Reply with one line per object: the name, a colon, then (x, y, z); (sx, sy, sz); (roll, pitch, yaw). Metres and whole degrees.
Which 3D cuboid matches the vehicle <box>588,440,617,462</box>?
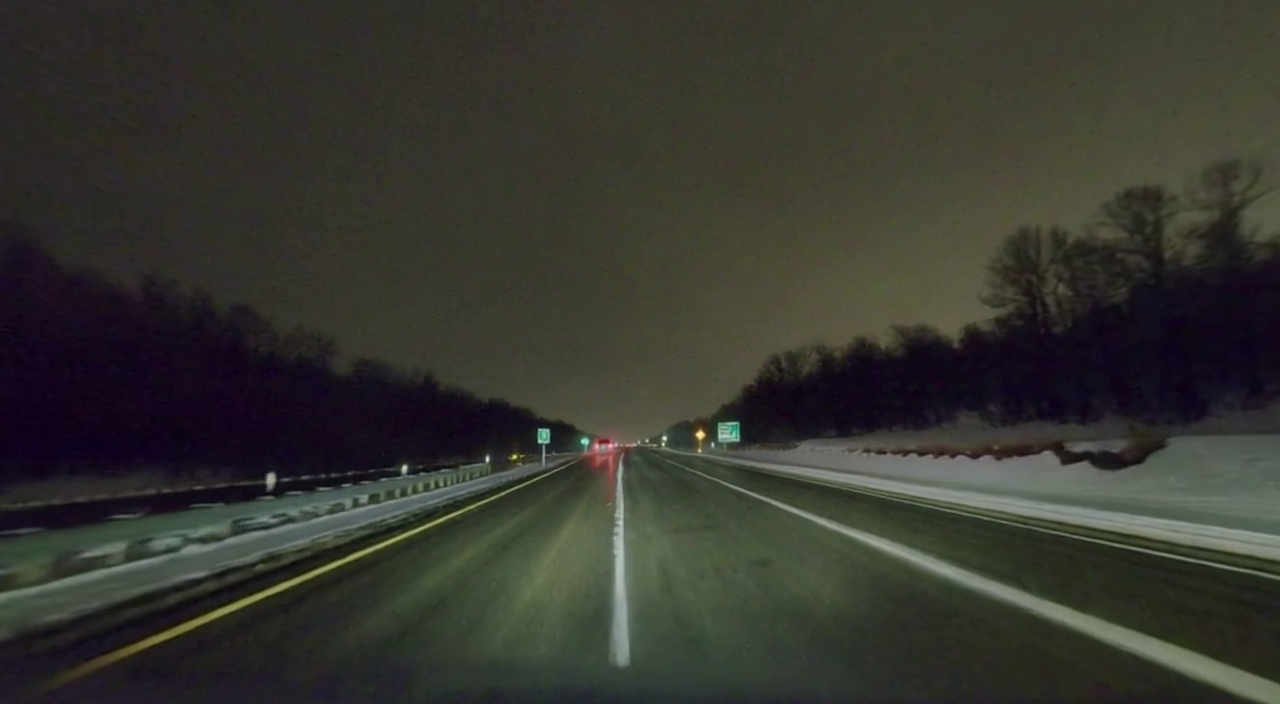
vehicle: (-2.809, 7.533, 48.006); (2.009, 1.554, 4.013); (0, -8, -1)
